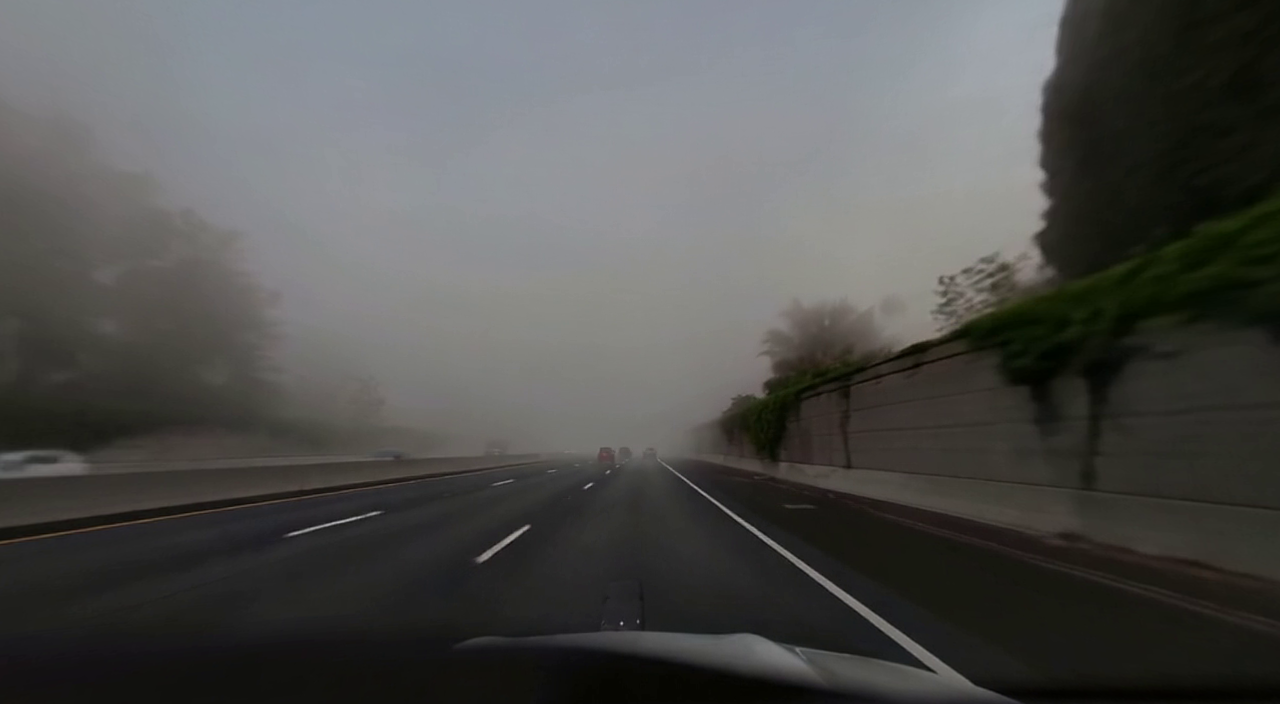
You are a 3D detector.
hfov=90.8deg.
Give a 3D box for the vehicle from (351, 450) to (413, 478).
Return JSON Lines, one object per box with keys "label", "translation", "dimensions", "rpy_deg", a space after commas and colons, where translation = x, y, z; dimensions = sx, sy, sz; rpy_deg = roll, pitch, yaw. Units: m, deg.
{"label": "vehicle", "translation": [-14.723, 6.391, 36.265], "dimensions": [1.830, 1.455, 3.957], "rpy_deg": [0, -9, 0]}
